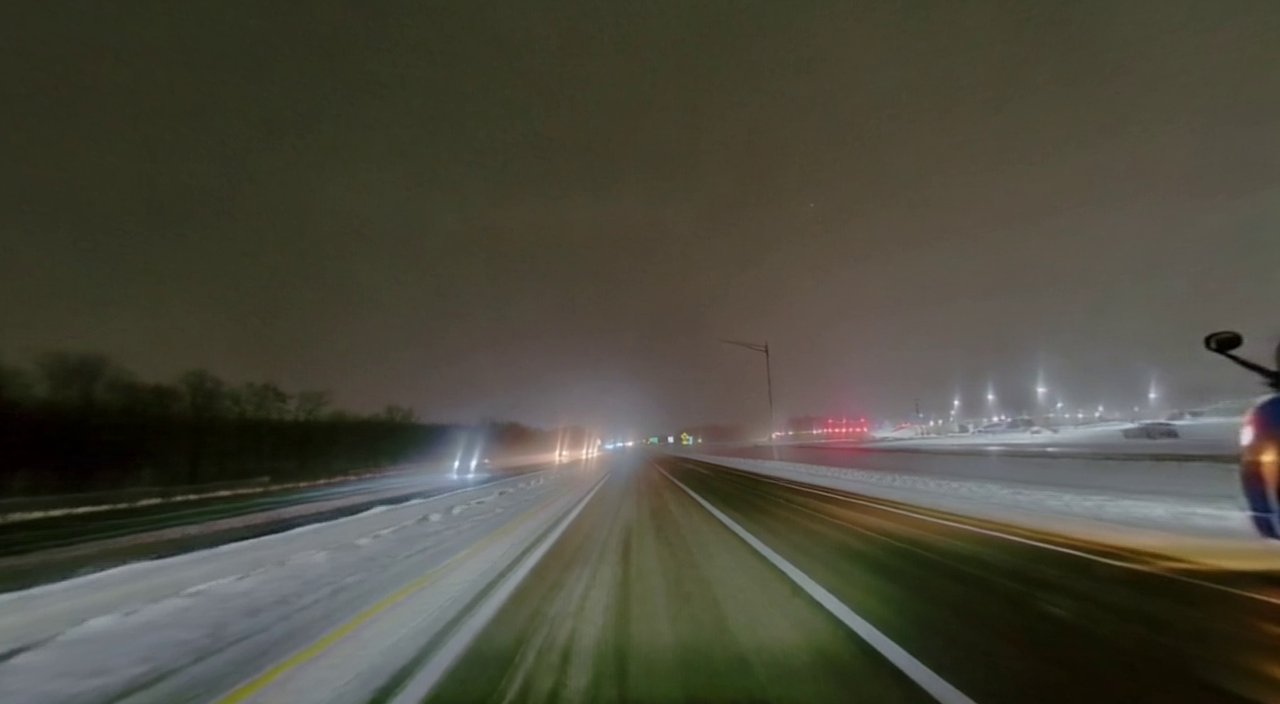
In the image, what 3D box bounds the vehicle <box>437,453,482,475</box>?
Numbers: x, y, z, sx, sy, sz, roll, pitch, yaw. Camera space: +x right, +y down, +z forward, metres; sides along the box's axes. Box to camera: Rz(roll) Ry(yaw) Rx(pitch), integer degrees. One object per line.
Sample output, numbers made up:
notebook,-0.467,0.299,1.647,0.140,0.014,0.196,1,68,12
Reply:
vehicle,-12.969,8.073,45.592,1.959,1.465,4.601,0,-9,-1
